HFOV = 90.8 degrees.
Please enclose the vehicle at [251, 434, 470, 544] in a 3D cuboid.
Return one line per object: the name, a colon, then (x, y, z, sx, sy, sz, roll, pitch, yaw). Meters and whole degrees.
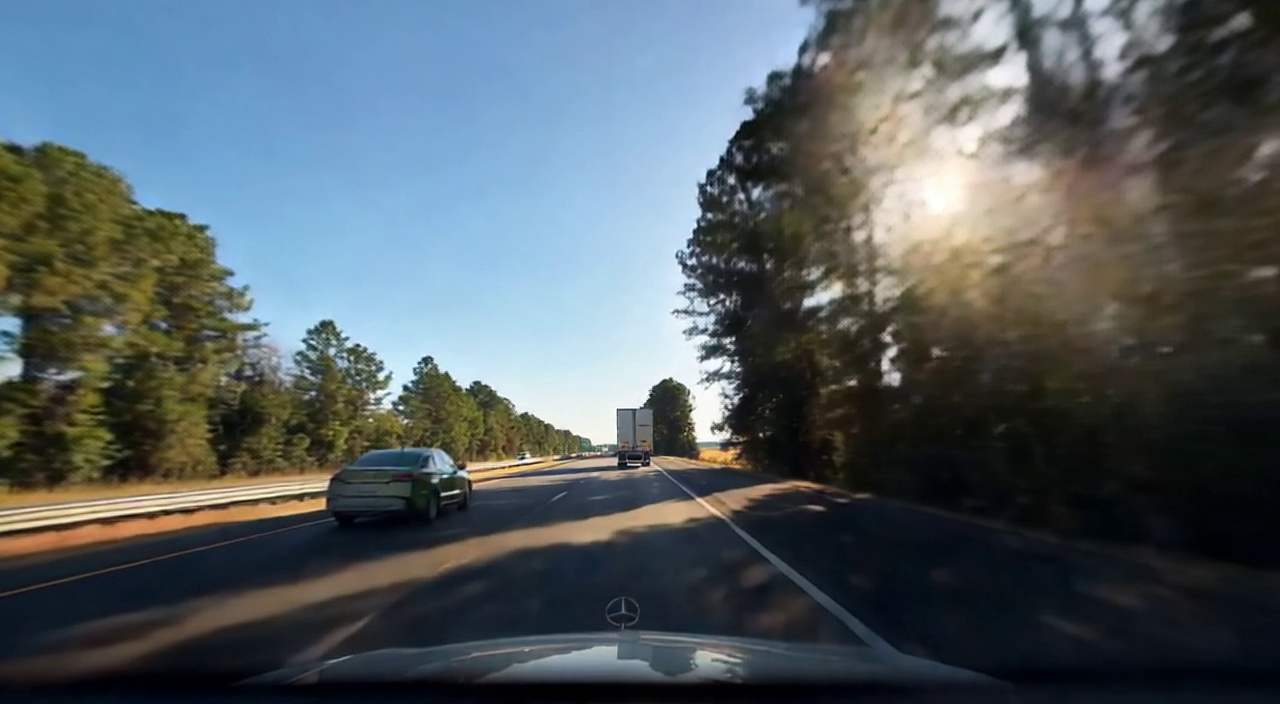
vehicle: (-4.377, 2.191, 10.653, 1.937, 1.493, 3.779, 0, -9, 0)
